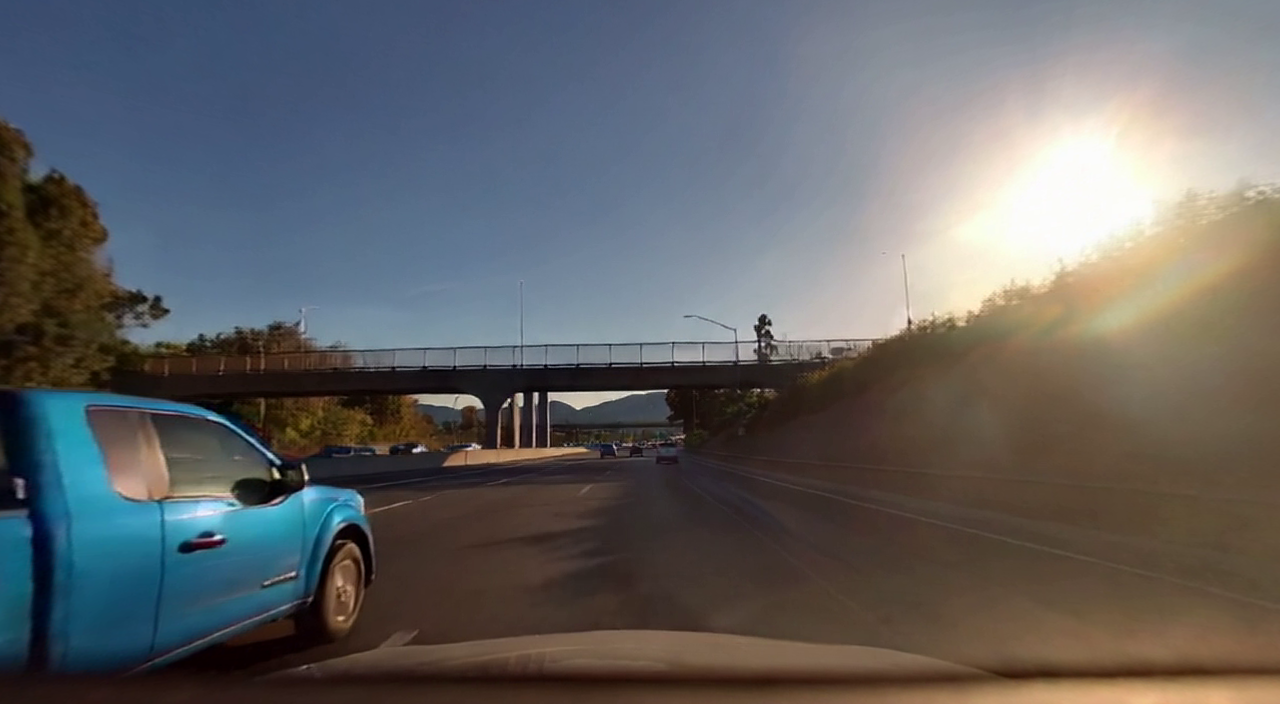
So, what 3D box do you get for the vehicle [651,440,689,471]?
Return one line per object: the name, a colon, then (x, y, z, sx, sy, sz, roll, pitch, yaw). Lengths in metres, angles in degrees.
vehicle: (1.626, 5.836, 35.865, 2.010, 1.637, 4.940, 0, -8, 1)
